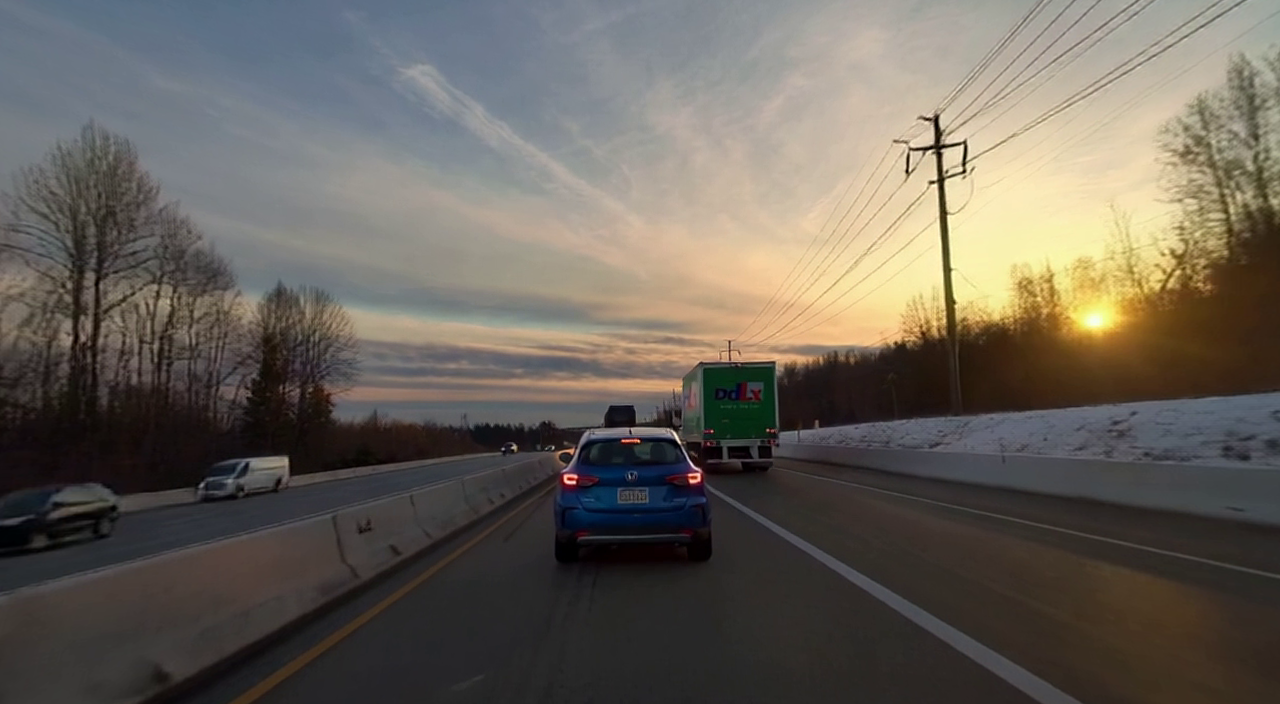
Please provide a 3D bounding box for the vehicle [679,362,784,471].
[{"bbox_3d":[3.559,2.899,26.977,2.835,3.872,8.916,0,-8,-2],"label":"vehicle"}]

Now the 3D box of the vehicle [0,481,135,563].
[{"bbox_3d":[-15.261,4.193,15.903,1.770,1.521,4.077,1,-8,-4],"label":"vehicle"}]

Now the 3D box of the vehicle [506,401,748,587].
[{"bbox_3d":[-0.150,1.481,7.412,2.062,1.581,3.914,0,-8,-1],"label":"vehicle"}]

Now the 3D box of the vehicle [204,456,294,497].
[{"bbox_3d":[-21.264,6.744,34.456,2.081,1.900,4.823,0,-8,-4],"label":"vehicle"}]
